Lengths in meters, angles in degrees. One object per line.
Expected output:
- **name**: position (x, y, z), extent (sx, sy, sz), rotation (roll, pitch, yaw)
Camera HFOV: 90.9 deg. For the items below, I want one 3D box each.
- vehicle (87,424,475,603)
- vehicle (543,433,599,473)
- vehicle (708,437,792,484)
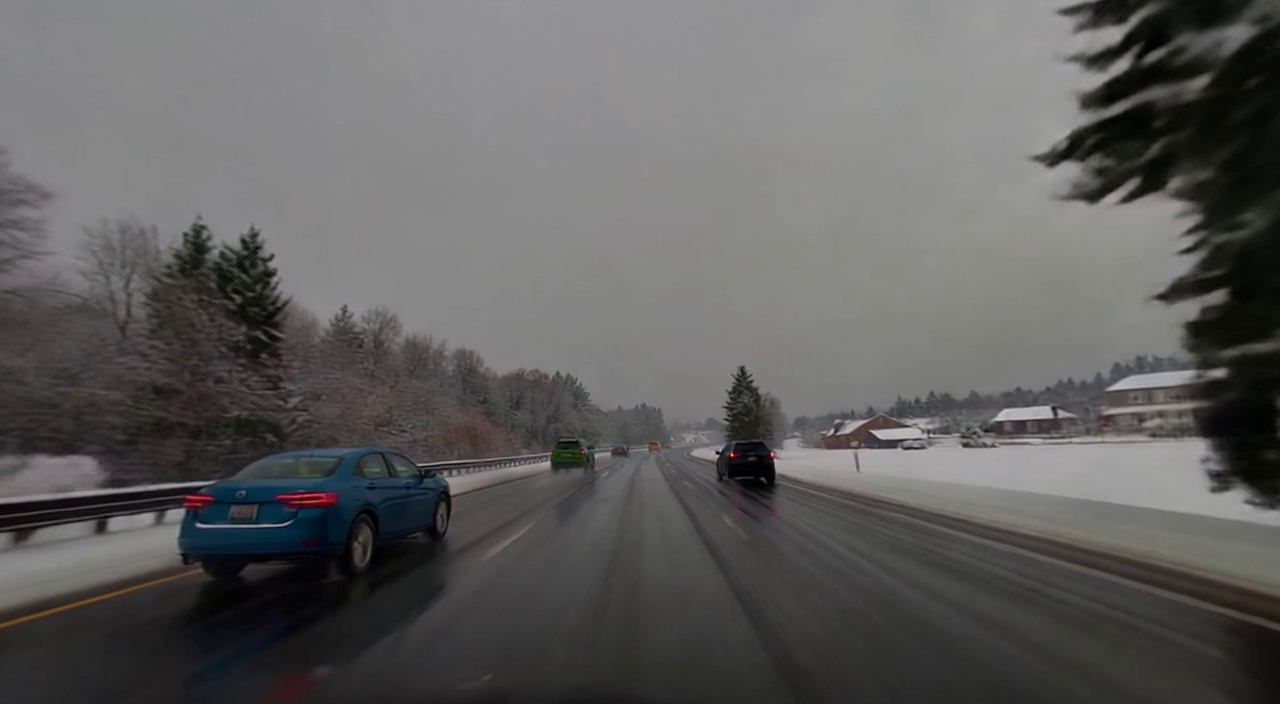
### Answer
- **vehicle**: position (-3.604, 1.681, 7.565), extent (1.948, 1.475, 4.461), rotation (0, -8, 1)
- **vehicle**: position (-3.313, 4.962, 31.184), extent (2.122, 1.847, 4.696), rotation (0, -8, 2)
- **vehicle**: position (3.746, 3.800, 22.335), extent (2.100, 1.472, 4.533), rotation (0, -8, 0)
